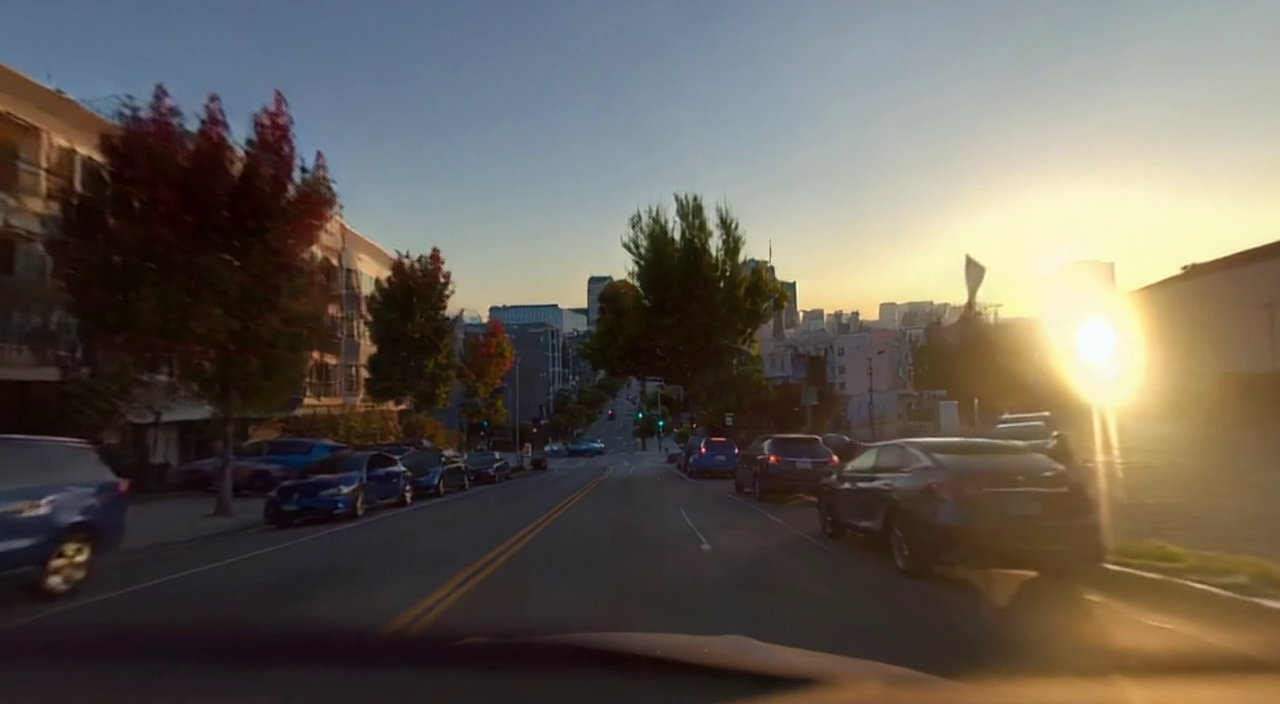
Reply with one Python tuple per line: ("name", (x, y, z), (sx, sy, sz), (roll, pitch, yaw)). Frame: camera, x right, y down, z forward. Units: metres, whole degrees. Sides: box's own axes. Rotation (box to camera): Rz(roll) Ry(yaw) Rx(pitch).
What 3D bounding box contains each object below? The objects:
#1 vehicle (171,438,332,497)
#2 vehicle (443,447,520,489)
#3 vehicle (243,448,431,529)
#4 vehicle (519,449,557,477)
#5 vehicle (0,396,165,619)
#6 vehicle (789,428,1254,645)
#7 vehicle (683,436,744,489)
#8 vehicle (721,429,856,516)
("vehicle", (-13.629, 4.036, 22.378), (4.520, 1.675, 1.843), (-4, -7, -2))
("vehicle", (-6.569, 4.954, 26.767), (2.033, 1.523, 4.867), (-3, -12, 0))
("vehicle", (-6.592, 2.970, 14.493), (1.913, 1.479, 4.714), (0, -8, 1))
("vehicle", (-6.912, 7.511, 43.120), (1.893, 1.758, 4.019), (0, -8, 0))
("vehicle", (-6.681, 1.319, 5.149), (2.008, 1.969, 4.740), (0, -8, -2))
("vehicle", (3.202, 1.612, 6.825), (1.908, 1.461, 4.873), (0, -8, -1))
("vehicle", (2.762, 4.257, 24.734), (1.954, 1.845, 4.682), (0, -8, 1))
("vehicle", (3.327, 2.800, 15.360), (1.886, 1.740, 5.167), (0, -8, -2))
